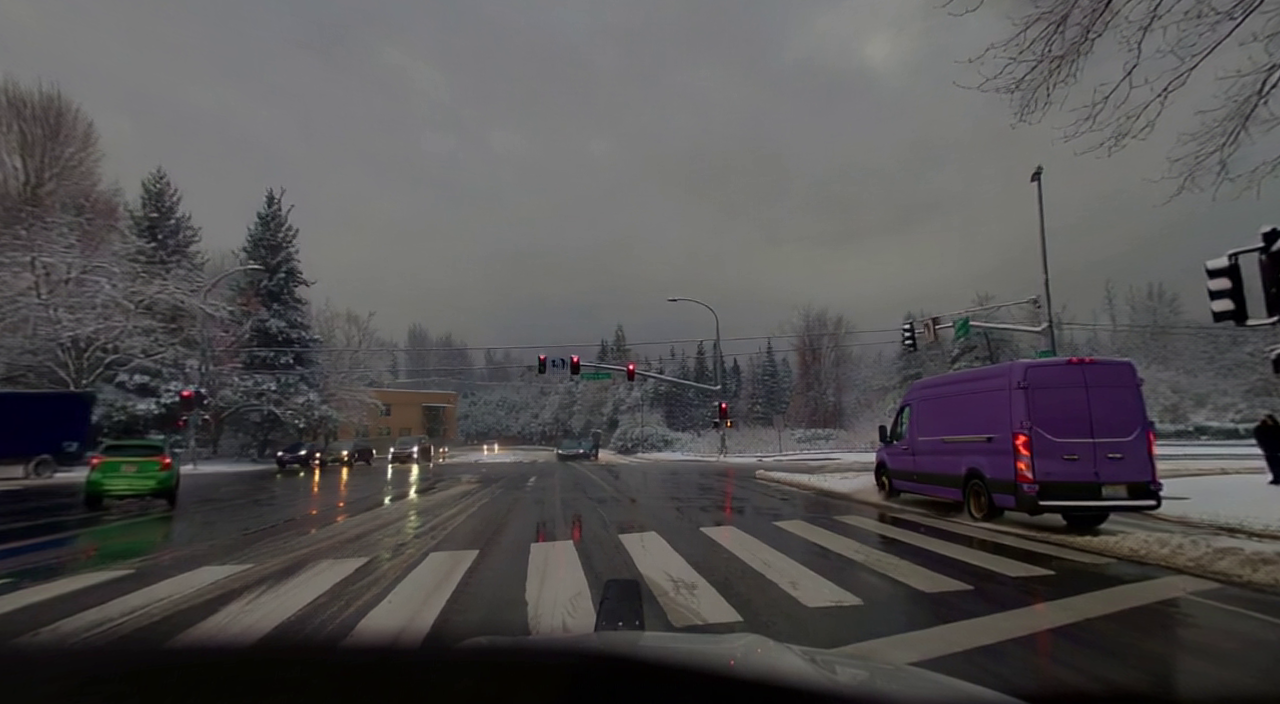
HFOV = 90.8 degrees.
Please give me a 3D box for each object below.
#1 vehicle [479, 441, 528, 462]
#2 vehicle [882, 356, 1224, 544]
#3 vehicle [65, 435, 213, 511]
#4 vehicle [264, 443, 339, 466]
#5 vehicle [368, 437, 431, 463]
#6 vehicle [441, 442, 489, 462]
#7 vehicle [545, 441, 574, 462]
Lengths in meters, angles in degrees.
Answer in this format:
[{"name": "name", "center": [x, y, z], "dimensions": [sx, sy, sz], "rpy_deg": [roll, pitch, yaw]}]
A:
[{"name": "vehicle", "center": [-10.145, 7.468, 47.401], "dimensions": [2.097, 1.484, 4.596], "rpy_deg": [-1, -9, 7]}, {"name": "vehicle", "center": [6.545, 1.690, 11.172], "dimensions": [2.332, 2.511, 5.326], "rpy_deg": [0, -9, 0]}, {"name": "vehicle", "center": [-11.697, 2.788, 15.118], "dimensions": [1.993, 1.496, 4.524], "rpy_deg": [5, -10, -29]}, {"name": "vehicle", "center": [-21.834, 6.643, 40.998], "dimensions": [1.859, 1.415, 4.591], "rpy_deg": [-1, -9, 8]}, {"name": "vehicle", "center": [-17.383, 7.150, 46.000], "dimensions": [2.189, 1.753, 4.785], "rpy_deg": [-1, -9, 8]}, {"name": "vehicle", "center": [-13.181, 7.587, 47.847], "dimensions": [1.845, 1.426, 4.289], "rpy_deg": [-1, -9, 8]}, {"name": "vehicle", "center": [-5.593, 6.951, 44.236], "dimensions": [1.907, 1.409, 3.909], "rpy_deg": [1, -9, -7]}]
